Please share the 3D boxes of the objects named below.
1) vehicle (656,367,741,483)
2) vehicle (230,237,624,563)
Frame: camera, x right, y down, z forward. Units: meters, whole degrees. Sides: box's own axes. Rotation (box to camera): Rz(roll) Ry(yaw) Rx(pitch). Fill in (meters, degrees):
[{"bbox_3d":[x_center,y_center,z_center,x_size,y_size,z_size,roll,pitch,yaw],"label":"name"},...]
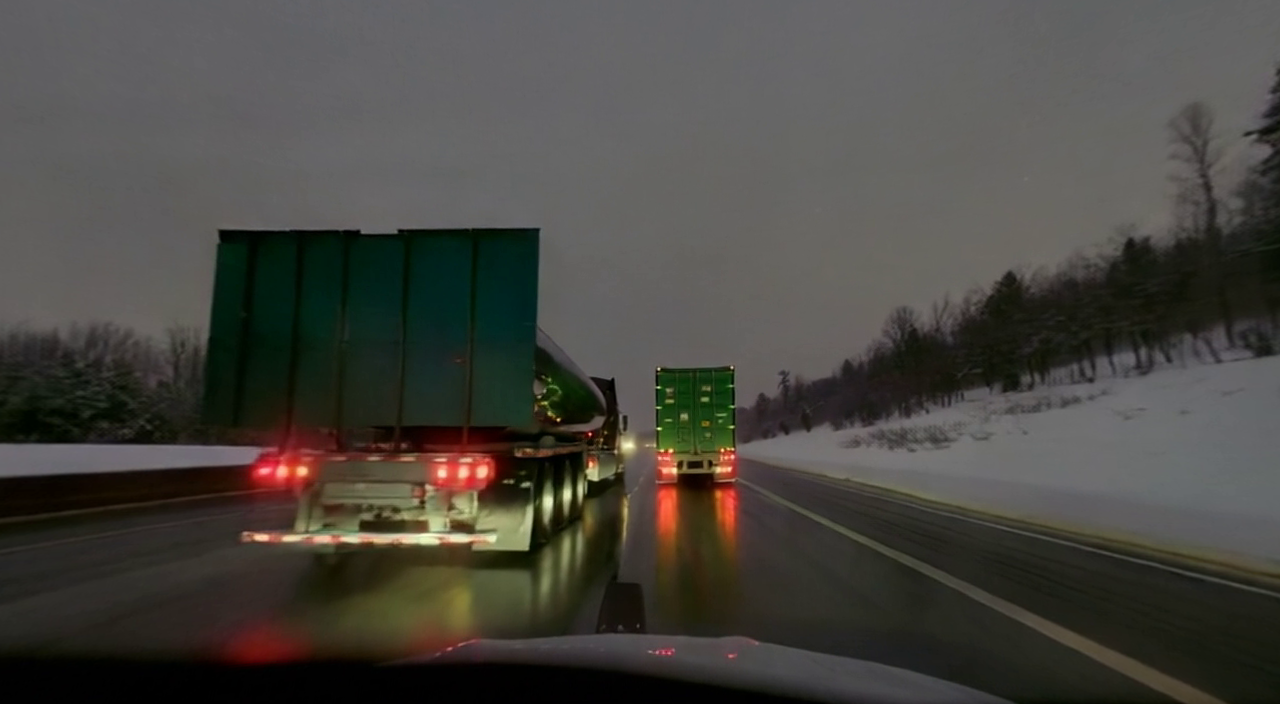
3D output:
[{"bbox_3d":[2.219,3.378,27.644,2.942,4.003,11.297,0,-9,2],"label":"vehicle"},{"bbox_3d":[-2.550,1.765,15.571,3.267,3.655,17.154,0,-9,2],"label":"vehicle"}]
